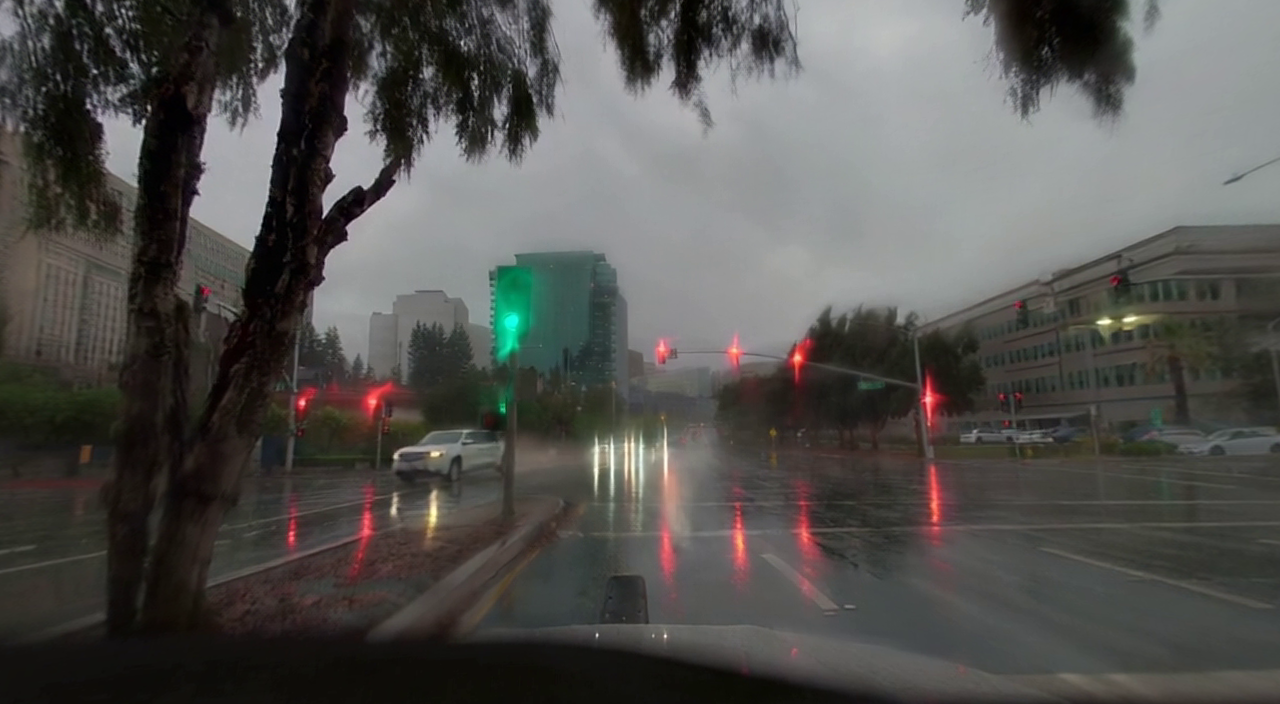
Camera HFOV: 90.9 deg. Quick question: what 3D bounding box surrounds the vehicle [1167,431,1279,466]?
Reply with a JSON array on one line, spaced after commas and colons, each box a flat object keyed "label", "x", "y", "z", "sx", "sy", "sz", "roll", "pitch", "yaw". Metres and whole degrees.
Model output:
[{"label": "vehicle", "x": 26.288, "y": 4.249, "z": 27.882, "sx": 4.644, "sy": 1.470, "sz": 1.922, "roll": 1, "pitch": -8, "yaw": -10}]

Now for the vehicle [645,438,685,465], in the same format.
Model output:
[{"label": "vehicle", "x": 1.753, "y": 6.773, "z": 43.248, "sx": 2.197, "sy": 1.739, "sz": 4.177, "roll": -2, "pitch": -8, "yaw": 10}]

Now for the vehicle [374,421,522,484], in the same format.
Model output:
[{"label": "vehicle", "x": -7.834, "y": 4.291, "z": 27.387, "sx": 2.775, "sy": 2.246, "sz": 9.043, "roll": -1, "pitch": -8, "yaw": 6}]

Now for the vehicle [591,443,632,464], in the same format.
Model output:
[{"label": "vehicle", "x": -2.012, "y": 7.320, "z": 45.676, "sx": 2.076, "sy": 1.476, "sz": 3.873, "roll": -2, "pitch": -8, "yaw": 12}]

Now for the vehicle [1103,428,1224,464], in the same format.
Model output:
[{"label": "vehicle", "x": 25.940, "y": 4.665, "z": 31.344, "sx": 4.441, "sy": 1.674, "sz": 2.035, "roll": 1, "pitch": -8, "yaw": -8}]
